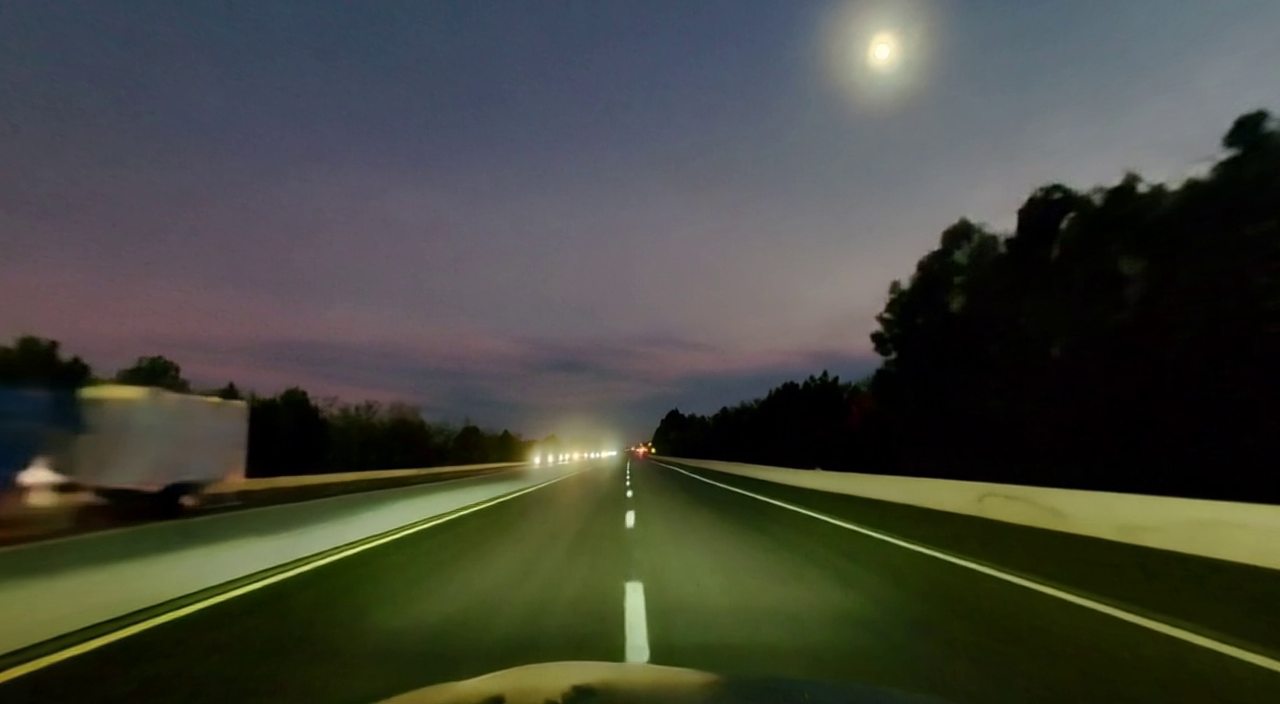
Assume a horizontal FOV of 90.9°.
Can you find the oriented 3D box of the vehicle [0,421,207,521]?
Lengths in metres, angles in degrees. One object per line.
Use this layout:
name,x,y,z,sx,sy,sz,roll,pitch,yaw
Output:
vehicle,-11.192,2.320,12.693,1.861,1.662,4.332,0,-9,-1
